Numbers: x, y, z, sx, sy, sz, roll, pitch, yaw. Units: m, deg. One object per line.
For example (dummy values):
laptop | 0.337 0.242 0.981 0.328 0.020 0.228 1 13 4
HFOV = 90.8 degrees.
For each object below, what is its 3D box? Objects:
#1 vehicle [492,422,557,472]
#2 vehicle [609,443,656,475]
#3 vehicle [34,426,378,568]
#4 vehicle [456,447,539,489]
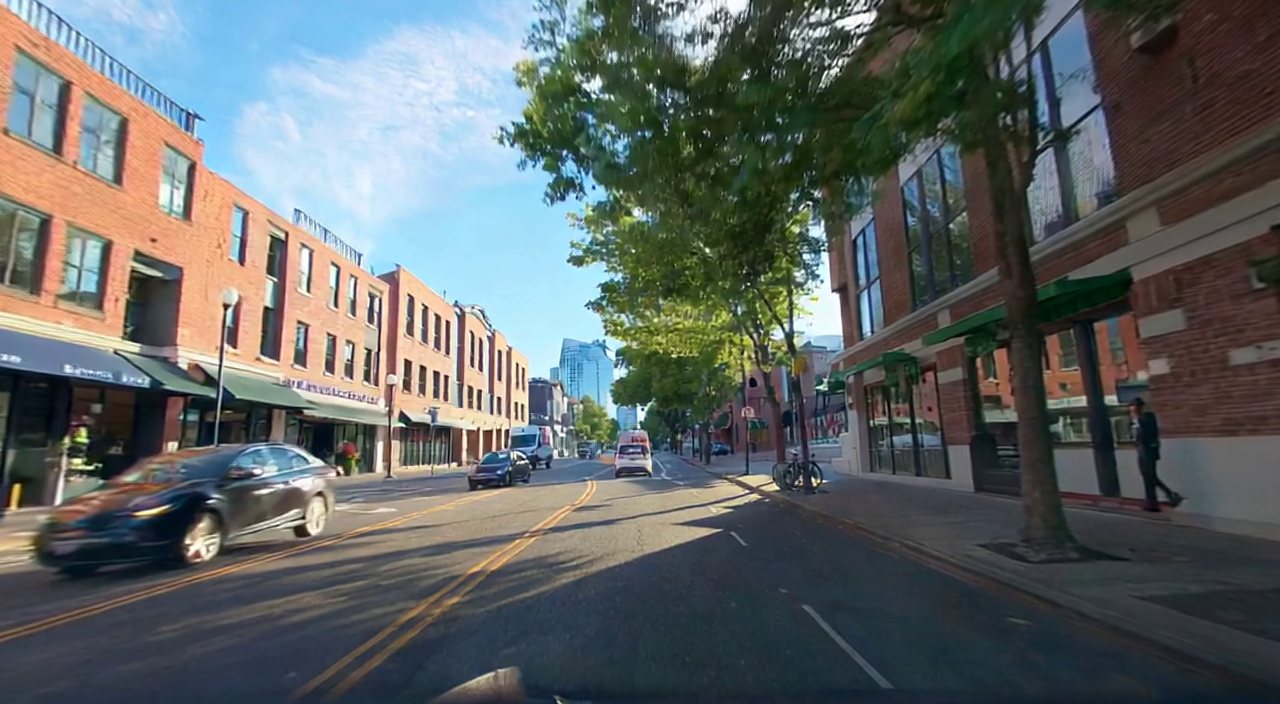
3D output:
vehicle | -7.513 6.328 42.109 2.754 3.065 7.103 0 -9 2
vehicle | -0.362 5.759 34.209 2.356 1.572 4.810 0 -9 0
vehicle | -6.125 2.063 9.778 2.100 1.678 4.298 -1 -9 3
vehicle | -5.541 4.559 25.193 2.039 1.484 4.391 -1 -9 4
